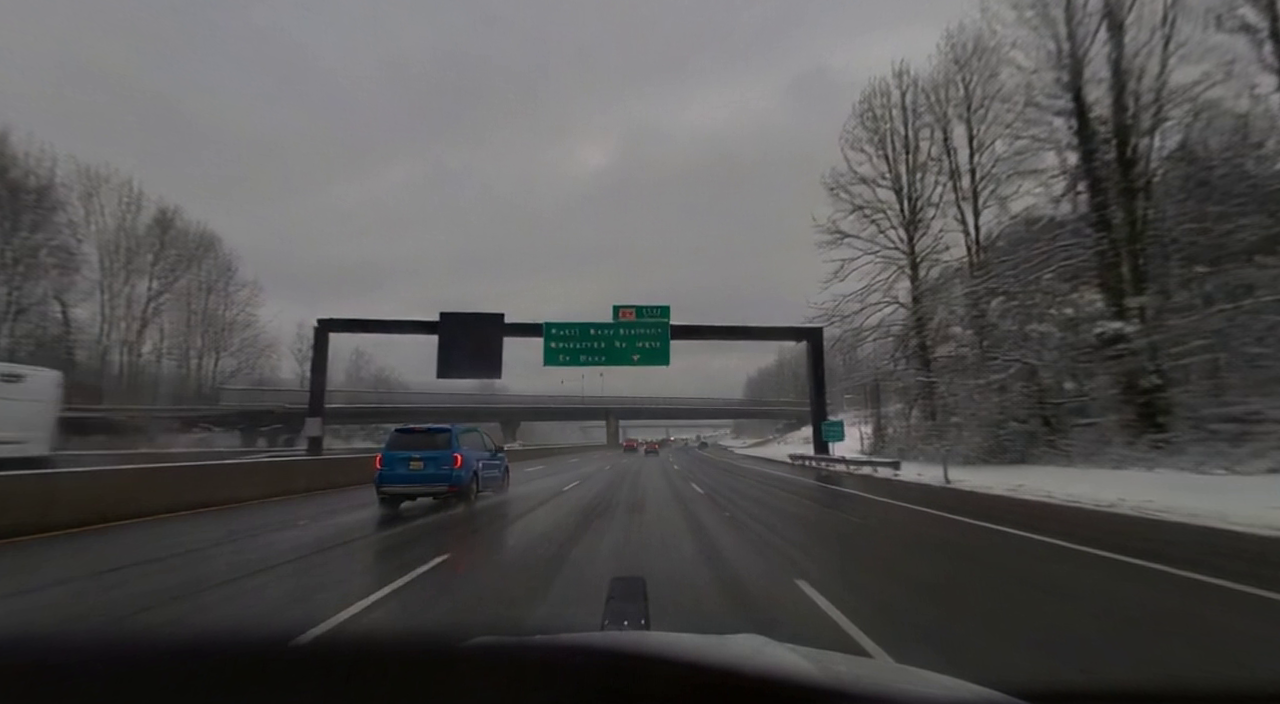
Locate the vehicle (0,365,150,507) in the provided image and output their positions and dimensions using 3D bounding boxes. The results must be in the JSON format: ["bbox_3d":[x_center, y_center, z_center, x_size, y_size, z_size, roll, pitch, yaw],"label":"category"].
[{"bbox_3d":[-20.006,2.178,16.399,2.955,4.073,13.911,0,-8,2],"label":"vehicle"}]

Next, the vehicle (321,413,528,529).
[{"bbox_3d":[-3.608,2.102,11.645,2.177,1.707,4.432,0,-8,1],"label":"vehicle"}]
